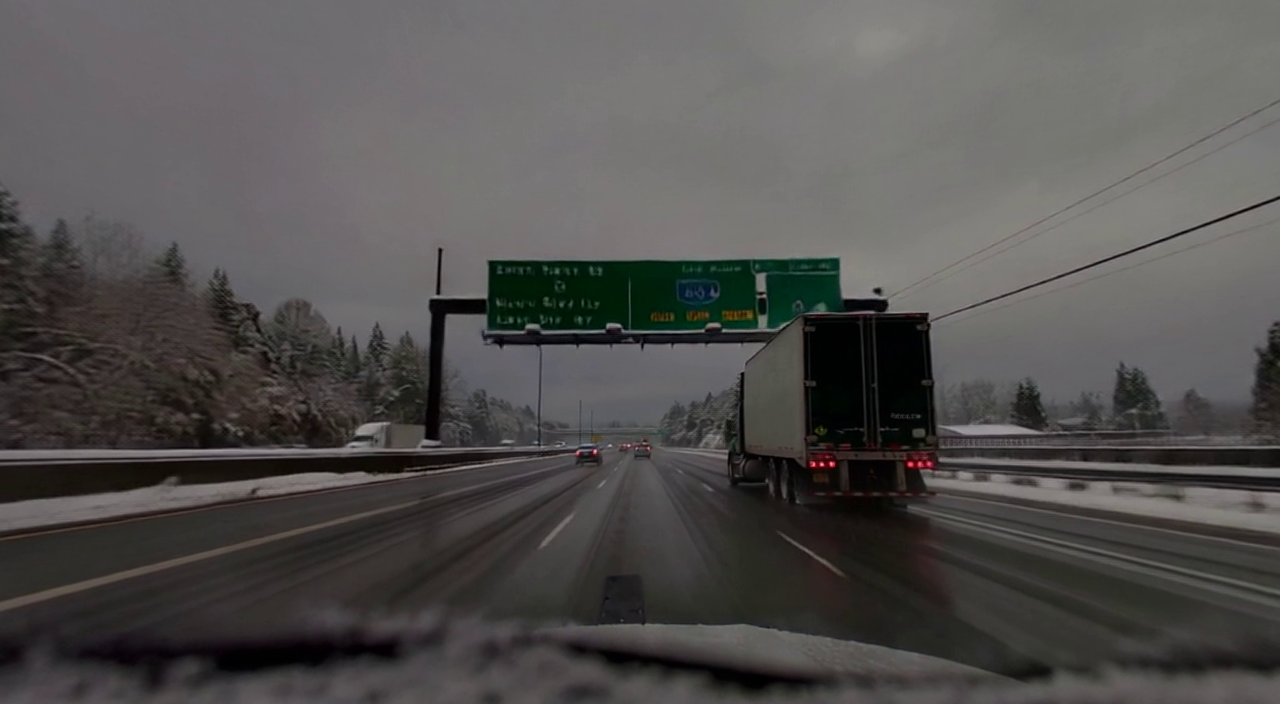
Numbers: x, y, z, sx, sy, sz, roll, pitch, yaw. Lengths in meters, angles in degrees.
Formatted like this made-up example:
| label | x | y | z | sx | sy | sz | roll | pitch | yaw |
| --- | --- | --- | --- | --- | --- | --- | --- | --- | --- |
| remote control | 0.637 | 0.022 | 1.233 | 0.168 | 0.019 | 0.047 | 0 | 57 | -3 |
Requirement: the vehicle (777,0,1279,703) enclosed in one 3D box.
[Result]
| label | x | y | z | sx | sy | sz | roll | pitch | yaw |
| --- | --- | --- | --- | --- | --- | --- | --- | --- | --- |
| vehicle | 3.838 | -0.156 | 3.240 | 2.899 | 4.078 | 16.430 | 0 | -8 | 1 |

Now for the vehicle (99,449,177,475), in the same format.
| label | x | y | z | sx | sy | sz | roll | pitch | yaw |
| --- | --- | --- | --- | --- | --- | --- | --- | --- | --- |
| vehicle | -28.922 | 6.335 | 36.397 | 1.558 | 1.409 | 3.503 | 0 | -9 | 0 |

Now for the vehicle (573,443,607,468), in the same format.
| label | x | y | z | sx | sy | sz | roll | pitch | yaw |
| --- | --- | --- | --- | --- | --- | --- | --- | --- | --- |
| vehicle | -3.428 | 7.195 | 44.017 | 2.000 | 1.658 | 4.155 | 0 | -9 | 0 |

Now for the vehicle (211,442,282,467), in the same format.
| label | x | y | z | sx | sy | sz | roll | pitch | yaw |
| --- | --- | --- | --- | --- | --- | --- | --- | --- | --- |
| vehicle | -24.740 | 6.455 | 39.743 | 1.893 | 1.494 | 3.950 | 0 | -9 | 0 |
